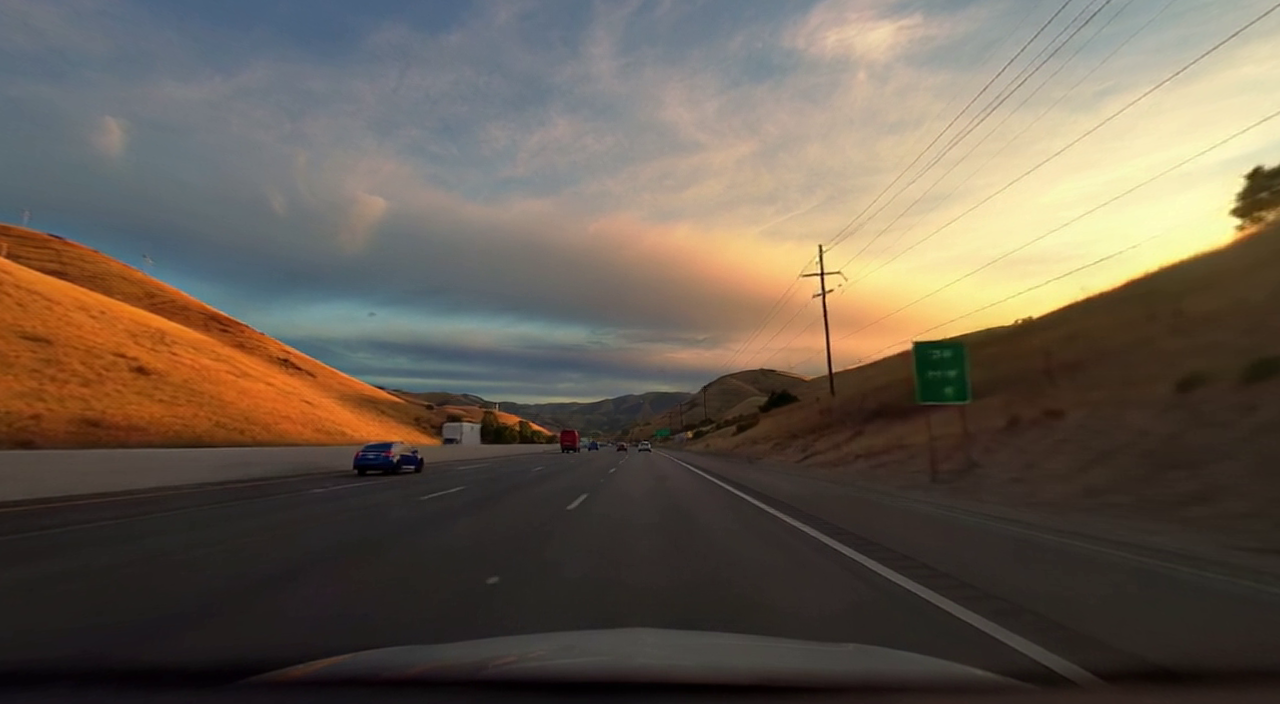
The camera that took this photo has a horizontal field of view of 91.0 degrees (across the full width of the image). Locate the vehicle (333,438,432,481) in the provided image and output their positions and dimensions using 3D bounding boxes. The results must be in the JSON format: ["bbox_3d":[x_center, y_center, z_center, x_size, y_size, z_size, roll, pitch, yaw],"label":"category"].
[{"bbox_3d":[-10.351,4.359,25.762,1.971,1.558,4.847,0,-8,0],"label":"vehicle"}]
